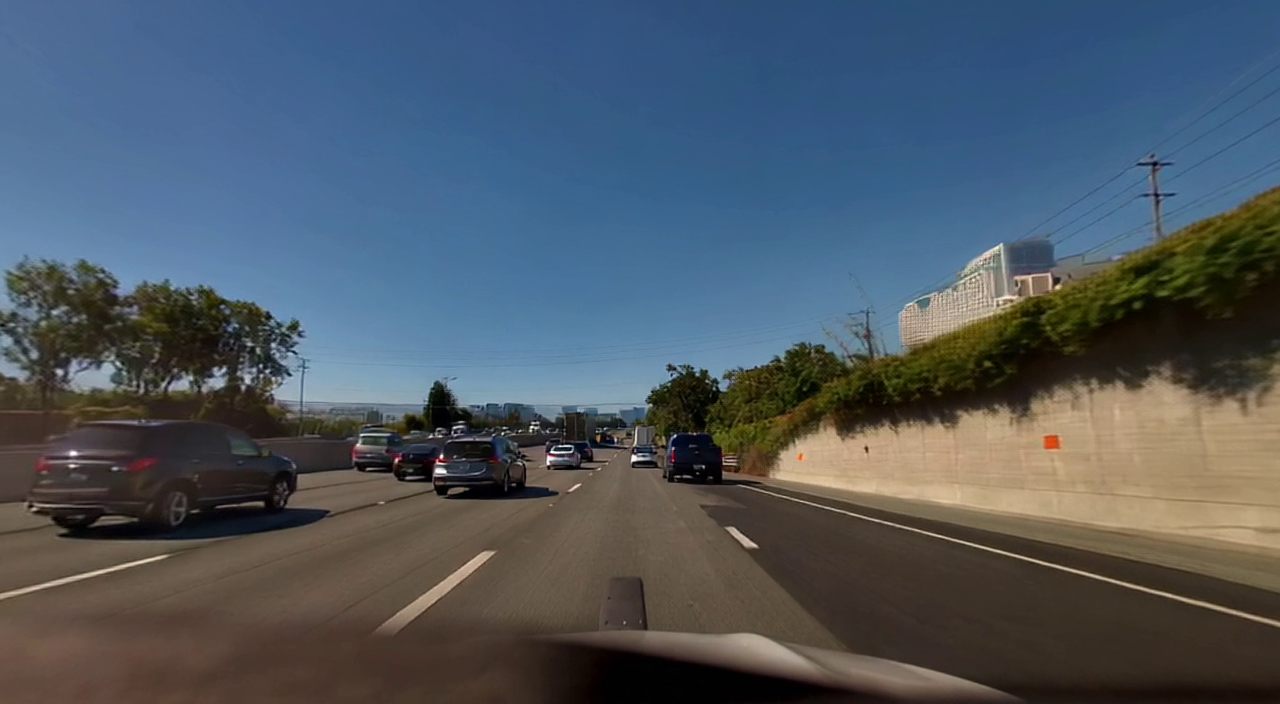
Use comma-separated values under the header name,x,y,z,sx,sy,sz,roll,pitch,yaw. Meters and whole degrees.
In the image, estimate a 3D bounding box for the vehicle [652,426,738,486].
name,x,y,z,sx,sy,sz,roll,pitch,yaw
vehicle,2.037,4.179,25.716,2.793,2.132,5.682,0,-8,-2

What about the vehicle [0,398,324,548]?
name,x,y,z,sx,sy,sz,roll,pitch,yaw
vehicle,-7.401,1.819,10.096,2.222,1.825,4.640,0,-8,0

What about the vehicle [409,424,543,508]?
name,x,y,z,sx,sy,sz,roll,pitch,yaw
vehicle,-3.740,2.695,15.351,2.026,1.719,4.490,0,-8,0

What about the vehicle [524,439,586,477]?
name,x,y,z,sx,sy,sz,roll,pitch,yaw
vehicle,-3.666,4.644,28.037,2.049,1.530,4.707,0,-8,1

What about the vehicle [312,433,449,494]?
name,x,y,z,sx,sy,sz,roll,pitch,yaw
vehicle,-7.314,3.170,18.413,1.985,1.529,4.710,0,-8,0

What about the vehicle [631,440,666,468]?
name,x,y,z,sx,sy,sz,roll,pitch,yaw
vehicle,0.483,6.345,39.483,2.092,1.671,3.889,0,-8,-1
